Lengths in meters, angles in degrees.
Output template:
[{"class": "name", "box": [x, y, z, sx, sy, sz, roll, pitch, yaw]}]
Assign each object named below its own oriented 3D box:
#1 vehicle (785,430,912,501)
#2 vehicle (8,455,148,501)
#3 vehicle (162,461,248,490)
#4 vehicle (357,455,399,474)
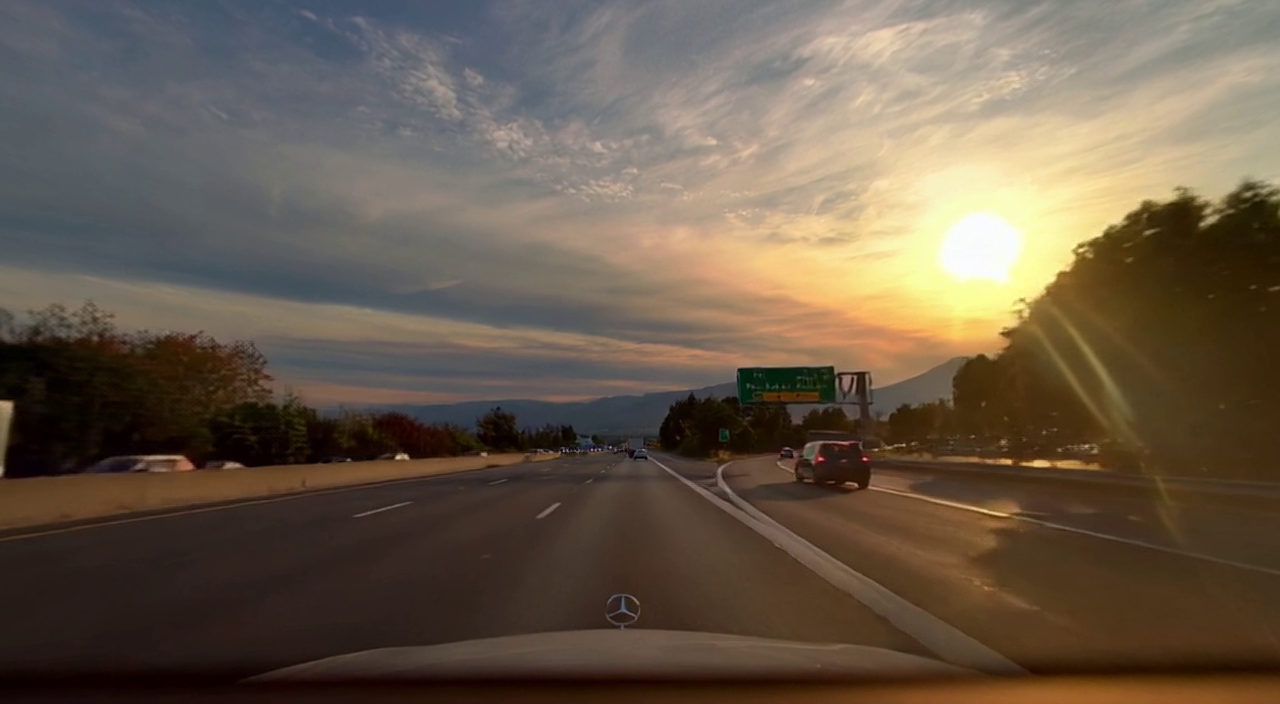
[{"class": "vehicle", "box": [5.574, 3.106, 17.629, 2.096, 1.712, 4.697, 0, -9, 2]}, {"class": "vehicle", "box": [-19.547, 4.373, 22.164, 1.673, 1.426, 3.456, 0, -9, 0]}, {"class": "vehicle", "box": [-24.564, 6.977, 35.853, 1.752, 1.441, 4.500, 0, -9, -1]}, {"class": "vehicle", "box": [-20.669, 8.857, 49.924, 1.757, 1.418, 3.518, 0, -9, 0]}]
